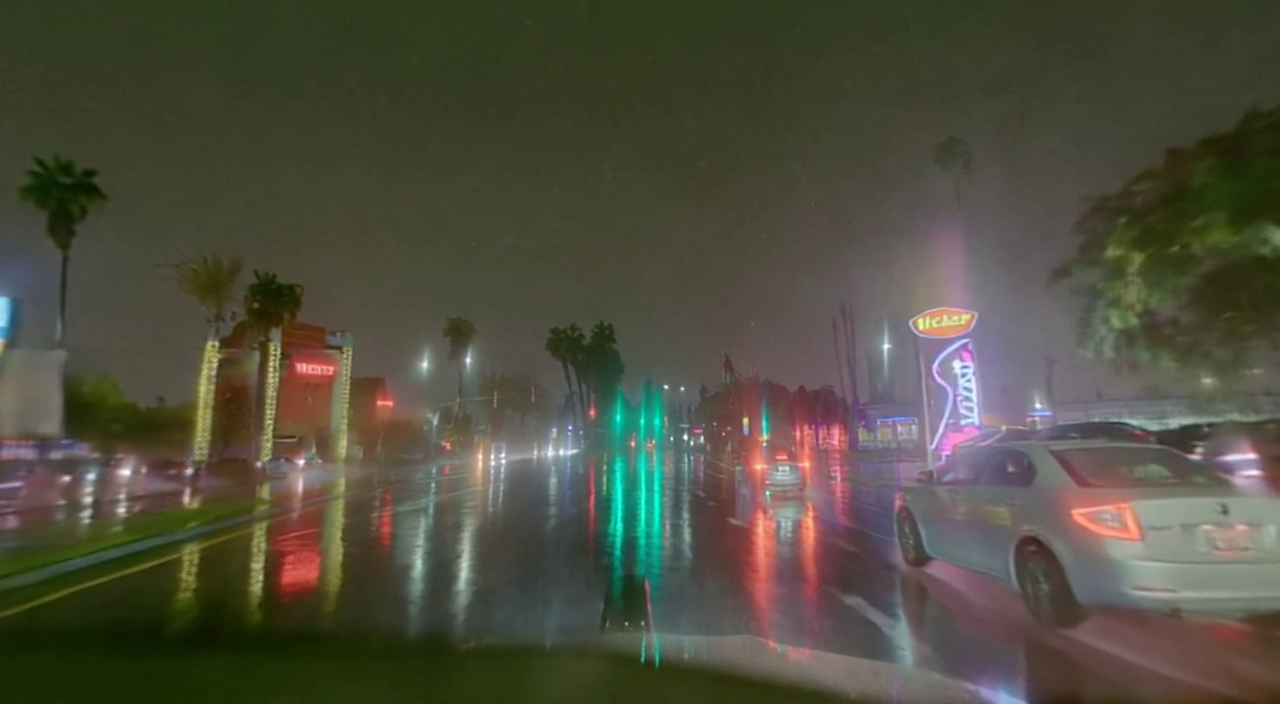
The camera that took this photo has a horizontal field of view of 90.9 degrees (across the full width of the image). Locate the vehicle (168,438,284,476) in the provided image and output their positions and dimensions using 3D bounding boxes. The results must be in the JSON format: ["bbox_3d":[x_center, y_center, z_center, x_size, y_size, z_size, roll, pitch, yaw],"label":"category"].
[{"bbox_3d":[-30.758,7.785,46.989,7.019,2.687,2.419,-1,-8,4],"label":"vehicle"}]

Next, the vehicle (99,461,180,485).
[{"bbox_3d":[-31.382,7.562,39.642,1.703,1.328,4.065,0,-8,1],"label":"vehicle"}]

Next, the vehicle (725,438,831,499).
[{"bbox_3d":[3.694,3.209,17.814,1.870,1.467,4.800,0,-8,0],"label":"vehicle"}]

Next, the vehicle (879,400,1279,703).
[{"bbox_3d":[3.677,1.294,5.023,1.931,1.534,4.126,0,-8,0],"label":"vehicle"}]

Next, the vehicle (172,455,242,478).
[{"bbox_3d":[-29.465,7.790,43.062,1.966,1.430,4.309,0,-9,-4],"label":"vehicle"}]

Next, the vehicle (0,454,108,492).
[{"bbox_3d":[-31.984,6.443,33.678,4.978,1.873,2.164,0,-8,-1],"label":"vehicle"}]
